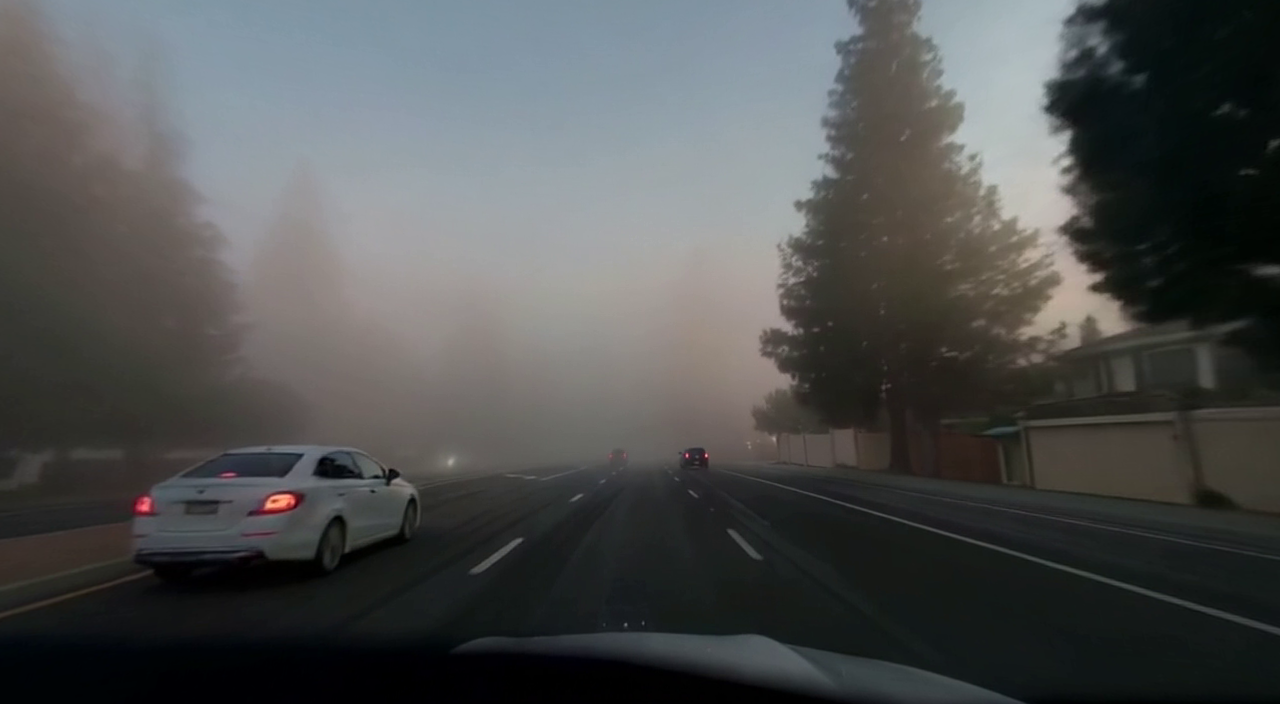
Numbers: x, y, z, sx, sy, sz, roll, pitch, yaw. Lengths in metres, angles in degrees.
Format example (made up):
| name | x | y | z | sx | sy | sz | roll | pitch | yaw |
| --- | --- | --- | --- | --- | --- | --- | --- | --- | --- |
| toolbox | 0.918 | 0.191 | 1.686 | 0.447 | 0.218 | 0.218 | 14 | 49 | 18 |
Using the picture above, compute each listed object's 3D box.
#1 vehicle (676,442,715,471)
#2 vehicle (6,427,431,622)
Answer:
| name | x | y | z | sx | sy | sz | roll | pitch | yaw |
| --- | --- | --- | --- | --- | --- | --- | --- | --- | --- |
| vehicle | 3.578 | 6.849 | 41.616 | 2.114 | 1.780 | 4.445 | 0 | -8 | -1 |
| vehicle | -4.089 | 1.699 | 7.286 | 1.966 | 1.524 | 4.410 | 0 | -8 | -2 |
